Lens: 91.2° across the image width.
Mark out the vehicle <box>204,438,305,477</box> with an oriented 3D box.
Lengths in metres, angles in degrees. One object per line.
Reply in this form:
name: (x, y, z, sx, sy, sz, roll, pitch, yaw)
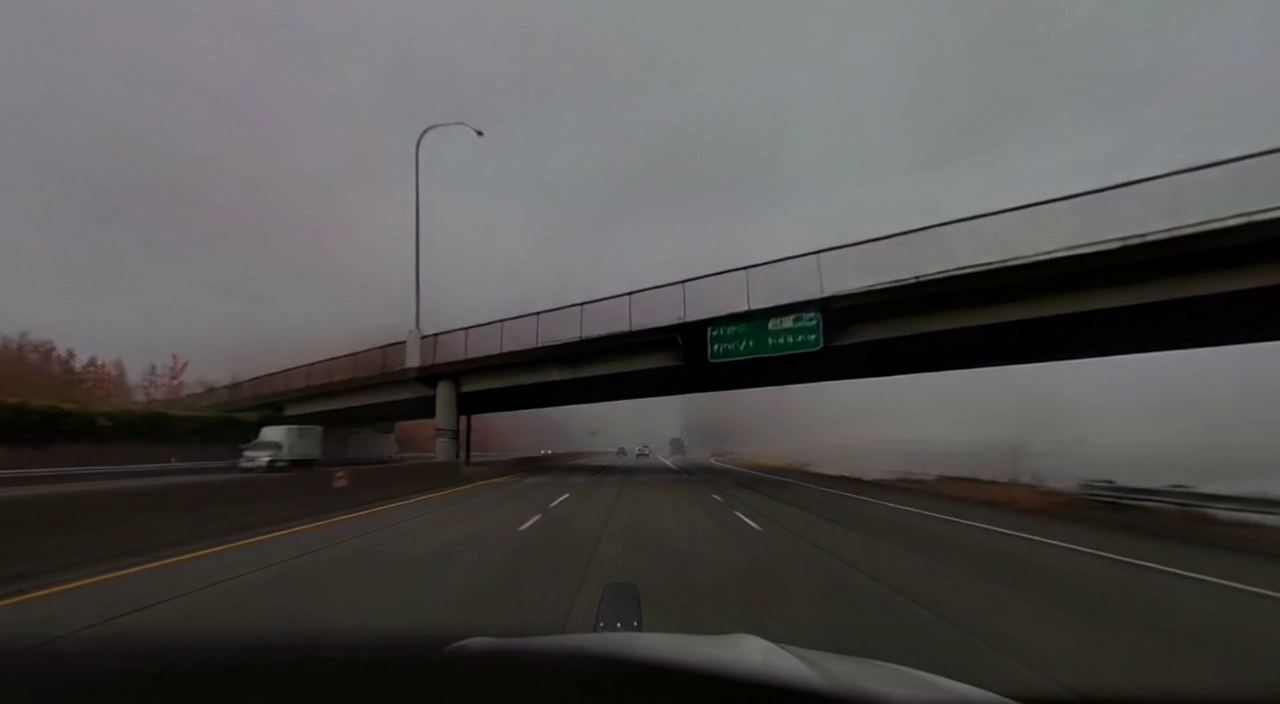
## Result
vehicle: (-21.905, 6.004, 35.931, 2.136, 2.060, 5.390, -1, -9, 3)
